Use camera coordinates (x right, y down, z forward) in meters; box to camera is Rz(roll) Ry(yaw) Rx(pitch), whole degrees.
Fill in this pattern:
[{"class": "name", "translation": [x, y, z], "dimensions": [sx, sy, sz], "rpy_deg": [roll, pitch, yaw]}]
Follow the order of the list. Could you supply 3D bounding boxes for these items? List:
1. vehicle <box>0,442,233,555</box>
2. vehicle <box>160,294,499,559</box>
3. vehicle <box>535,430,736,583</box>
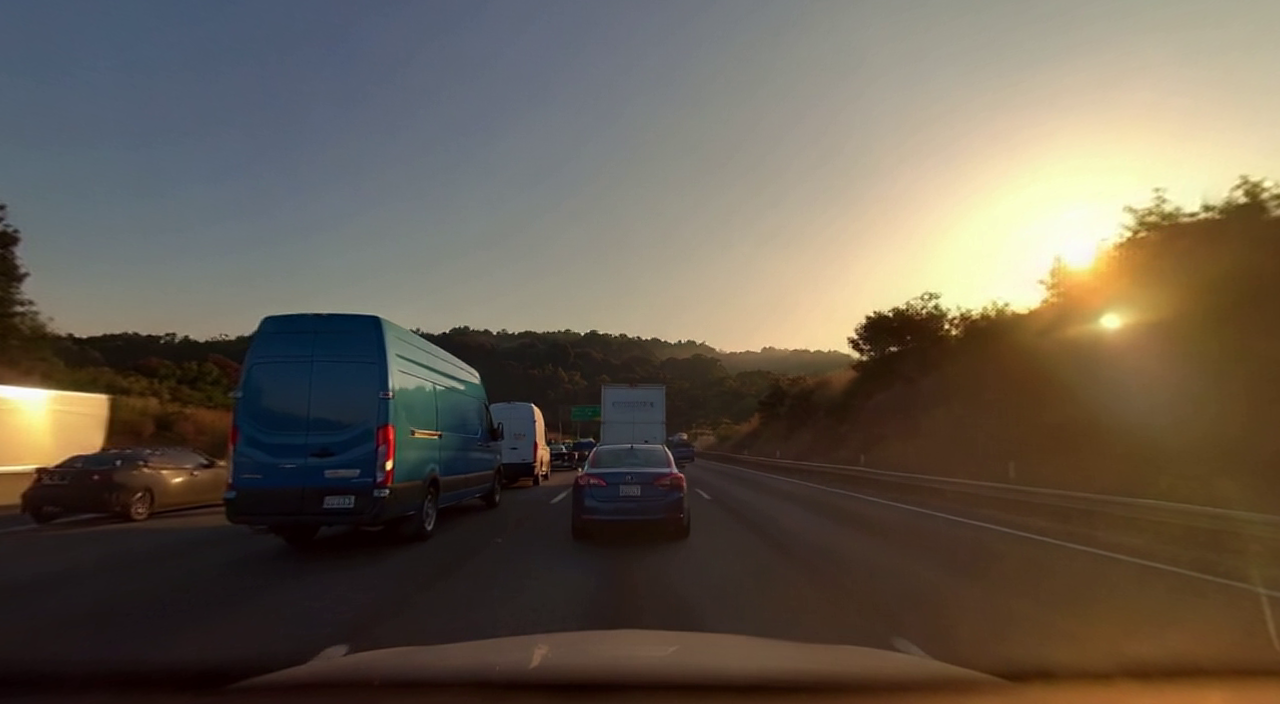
[{"class": "vehicle", "translation": [-8.880, 2.246, 10.328], "dimensions": [1.797, 1.466, 3.924], "rpy_deg": [0, -9, 0]}, {"class": "vehicle", "translation": [-4.077, 1.277, 10.215], "dimensions": [2.254, 2.879, 6.656], "rpy_deg": [0, -9, -2]}, {"class": "vehicle", "translation": [-0.077, 1.809, 8.061], "dimensions": [1.995, 1.495, 3.380], "rpy_deg": [0, -9, -1]}]
